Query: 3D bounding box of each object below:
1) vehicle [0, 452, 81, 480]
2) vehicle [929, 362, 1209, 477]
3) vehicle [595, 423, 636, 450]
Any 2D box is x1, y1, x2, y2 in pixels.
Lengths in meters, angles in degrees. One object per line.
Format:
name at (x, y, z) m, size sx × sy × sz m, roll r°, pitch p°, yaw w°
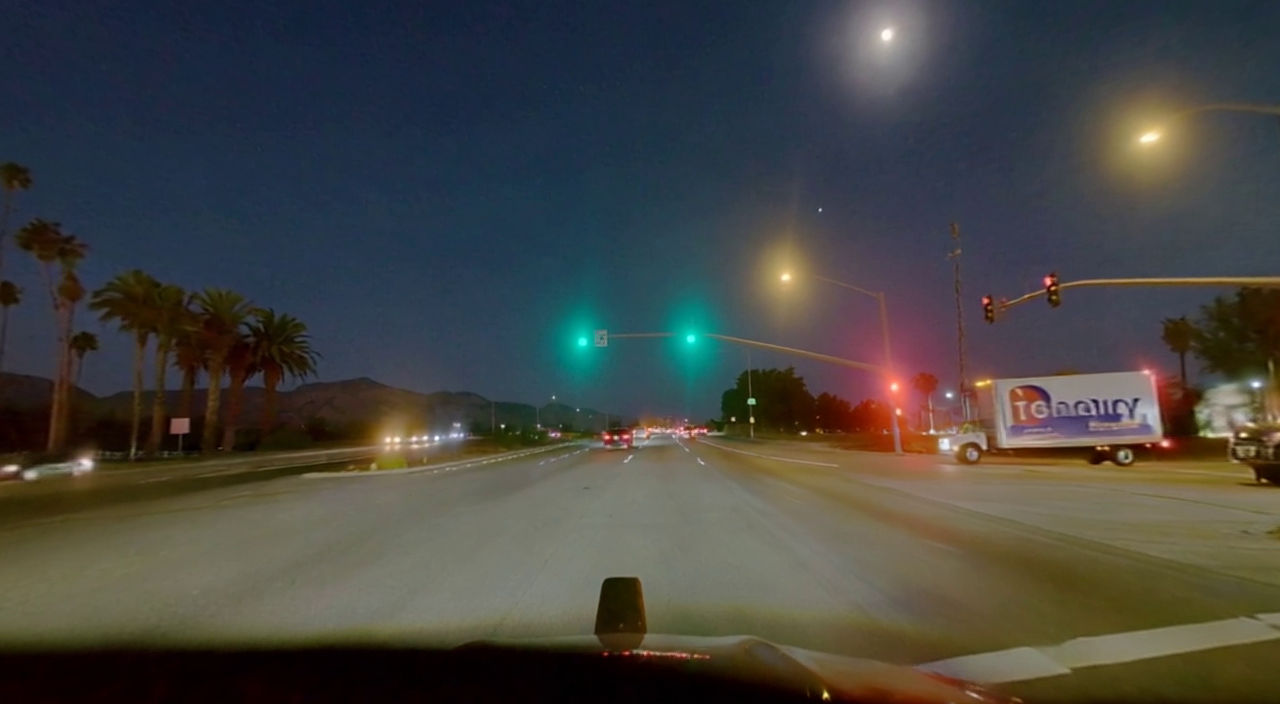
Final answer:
vehicle at (-37.346, 6.883, 38.062) m, size 1.827 × 1.543 × 4.741 m, roll -2°, pitch -9°, yaw 16°
vehicle at (14.055, 2.403, 21.512) m, size 7.088 × 3.414 × 3.237 m, roll -3°, pitch -9°, yaw 19°
vehicle at (-1.555, 5.752, 42.466) m, size 2.287 × 1.712 × 4.537 m, roll -1°, pitch -8°, yaw 4°
